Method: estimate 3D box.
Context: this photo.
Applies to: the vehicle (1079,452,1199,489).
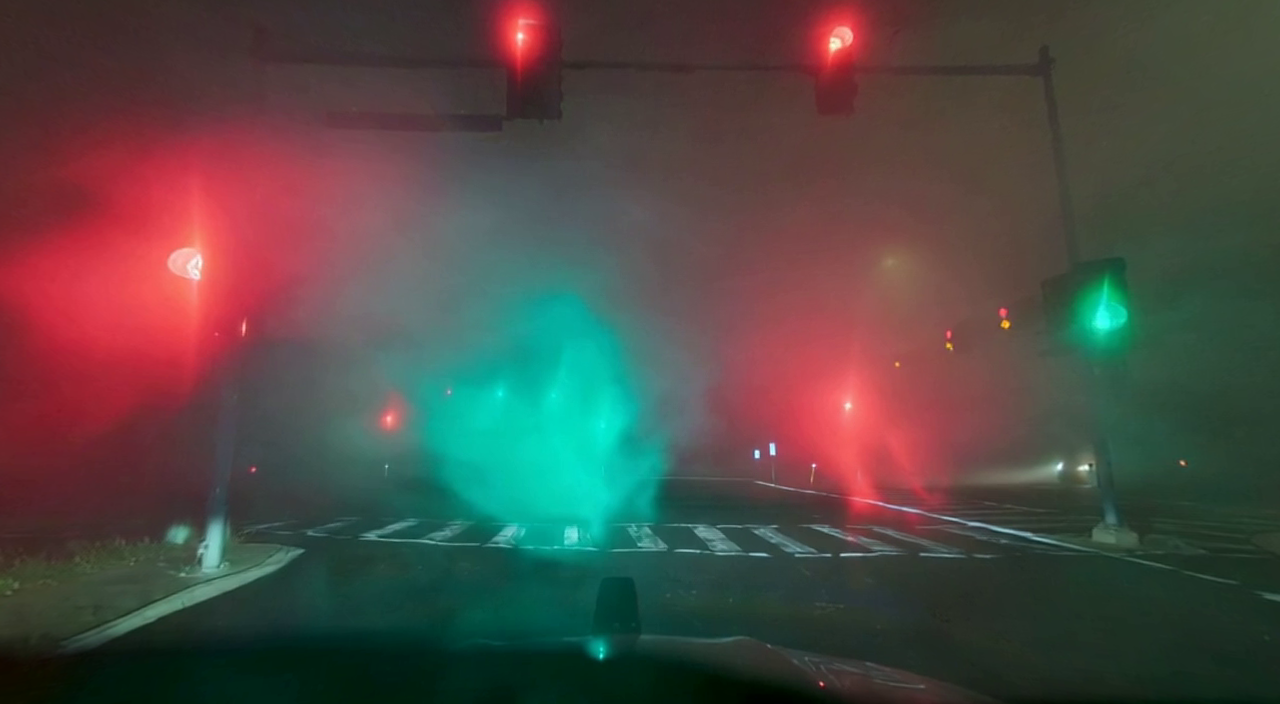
[{"bbox_3d":[23.038,5.483,29.167,3.998,1.590,1.936,1,-11,-6],"label":"vehicle"}]
